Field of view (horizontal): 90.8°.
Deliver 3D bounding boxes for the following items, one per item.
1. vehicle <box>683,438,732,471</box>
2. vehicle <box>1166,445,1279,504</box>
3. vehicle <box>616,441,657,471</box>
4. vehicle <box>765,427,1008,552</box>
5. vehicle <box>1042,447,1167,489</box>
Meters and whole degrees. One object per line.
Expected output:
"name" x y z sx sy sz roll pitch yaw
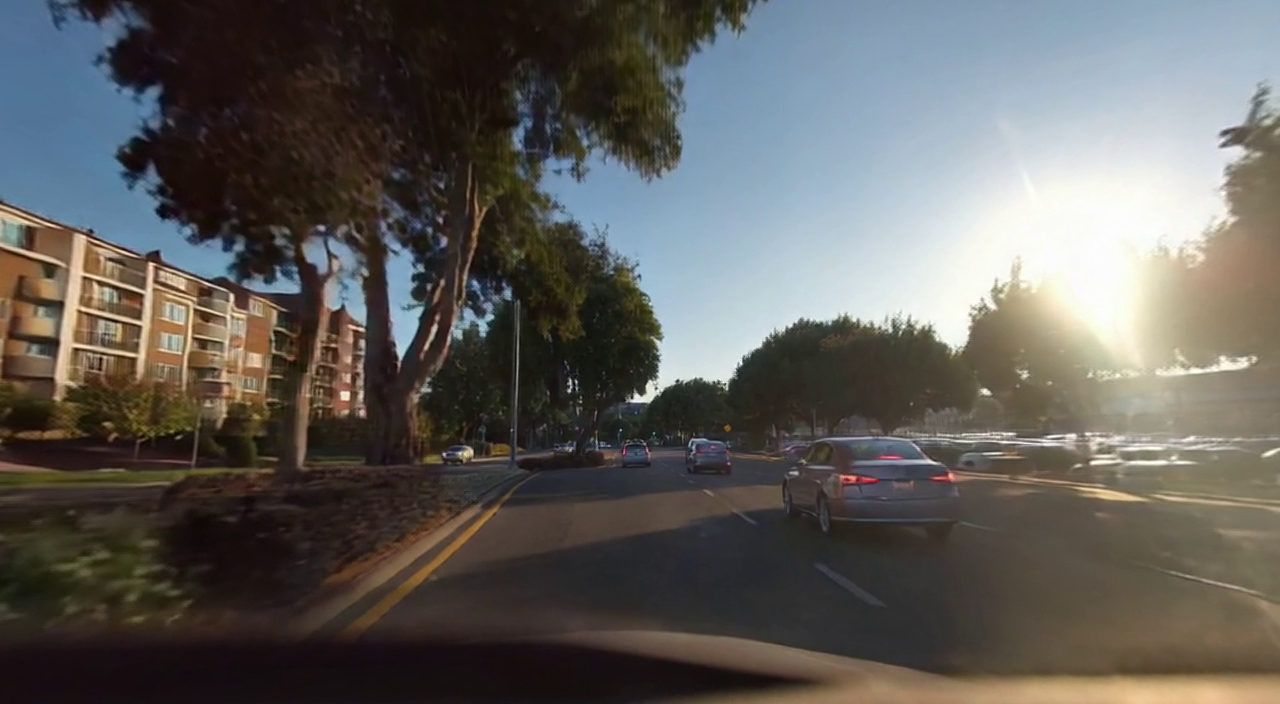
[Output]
"vehicle" 3.528 5.472 33.881 2.041 1.611 4.426 0 -8 -1
"vehicle" 17.595 3.437 18.162 4.044 1.487 1.977 3 -9 -22
"vehicle" -0.234 5.540 33.875 2.095 1.456 3.873 0 -8 -2
"vehicle" 3.518 2.043 10.198 1.953 1.514 4.672 0 -8 -1
"vehicle" 17.625 4.353 23.975 4.099 1.413 1.978 4 -9 -25
